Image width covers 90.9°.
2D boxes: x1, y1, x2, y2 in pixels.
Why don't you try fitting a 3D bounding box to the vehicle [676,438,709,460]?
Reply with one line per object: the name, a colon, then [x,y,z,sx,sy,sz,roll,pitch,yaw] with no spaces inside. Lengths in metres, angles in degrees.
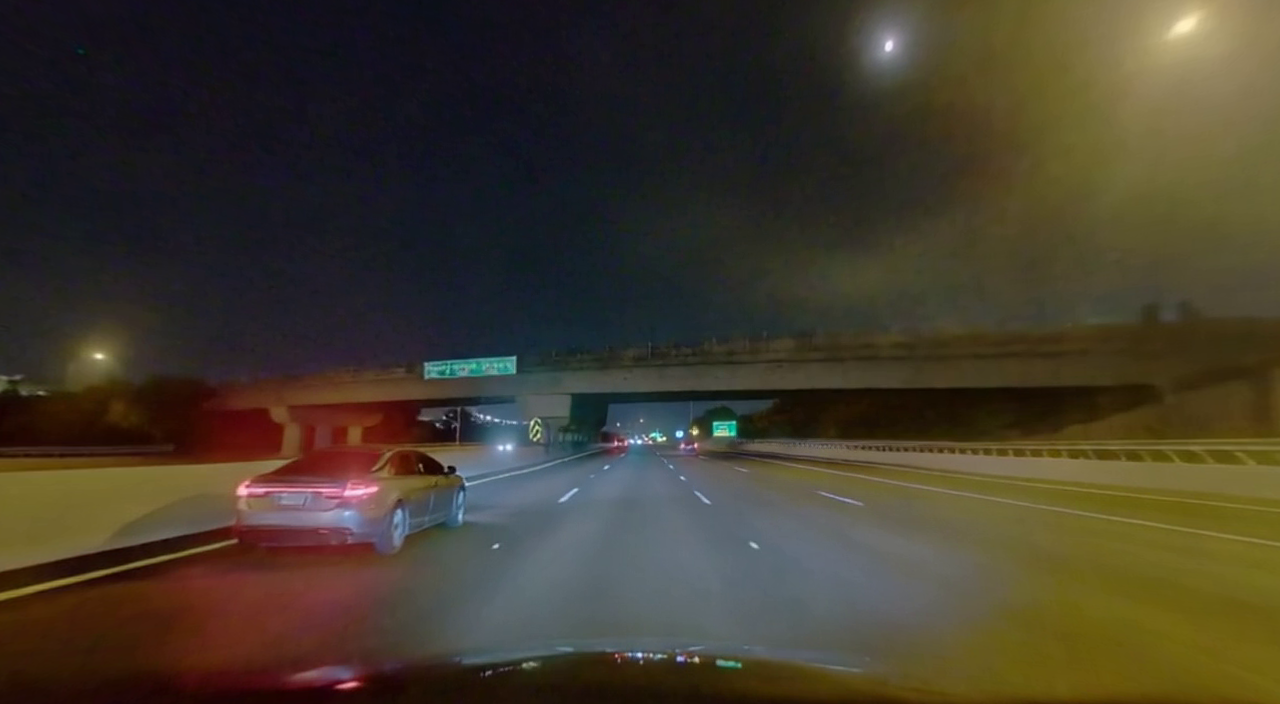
vehicle: [3.807,7.053,46.167,1.949,1.515,4.374,0,-8,-1]
